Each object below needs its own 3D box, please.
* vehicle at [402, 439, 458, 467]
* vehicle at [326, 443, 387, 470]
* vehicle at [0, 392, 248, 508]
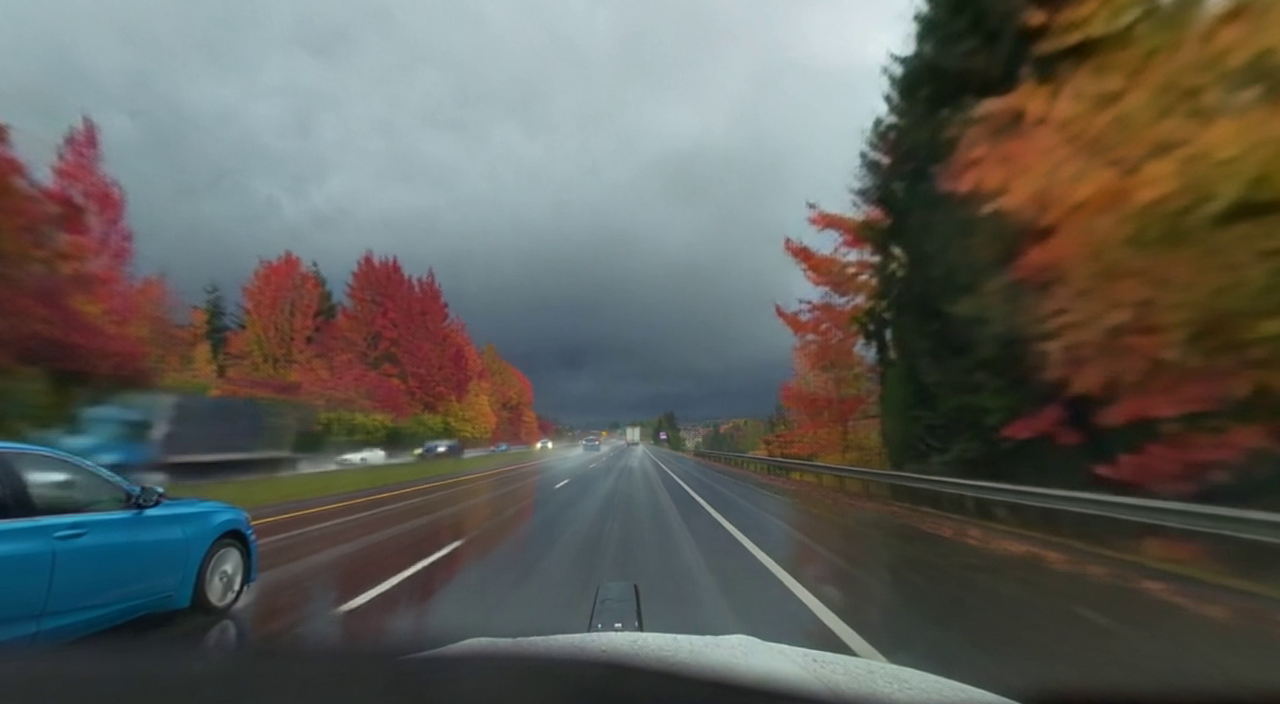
[{"bbox_3d":[-12.197,5.865,36.831,1.866,1.524,4.097,0,-8,0],"label":"vehicle"},{"bbox_3d":[-16.728,6.164,37.396,1.783,1.466,3.797,0,-8,1],"label":"vehicle"},{"bbox_3d":[-12.196,2.275,14.825,2.283,2.179,5.710,0,-8,-1],"label":"vehicle"}]
